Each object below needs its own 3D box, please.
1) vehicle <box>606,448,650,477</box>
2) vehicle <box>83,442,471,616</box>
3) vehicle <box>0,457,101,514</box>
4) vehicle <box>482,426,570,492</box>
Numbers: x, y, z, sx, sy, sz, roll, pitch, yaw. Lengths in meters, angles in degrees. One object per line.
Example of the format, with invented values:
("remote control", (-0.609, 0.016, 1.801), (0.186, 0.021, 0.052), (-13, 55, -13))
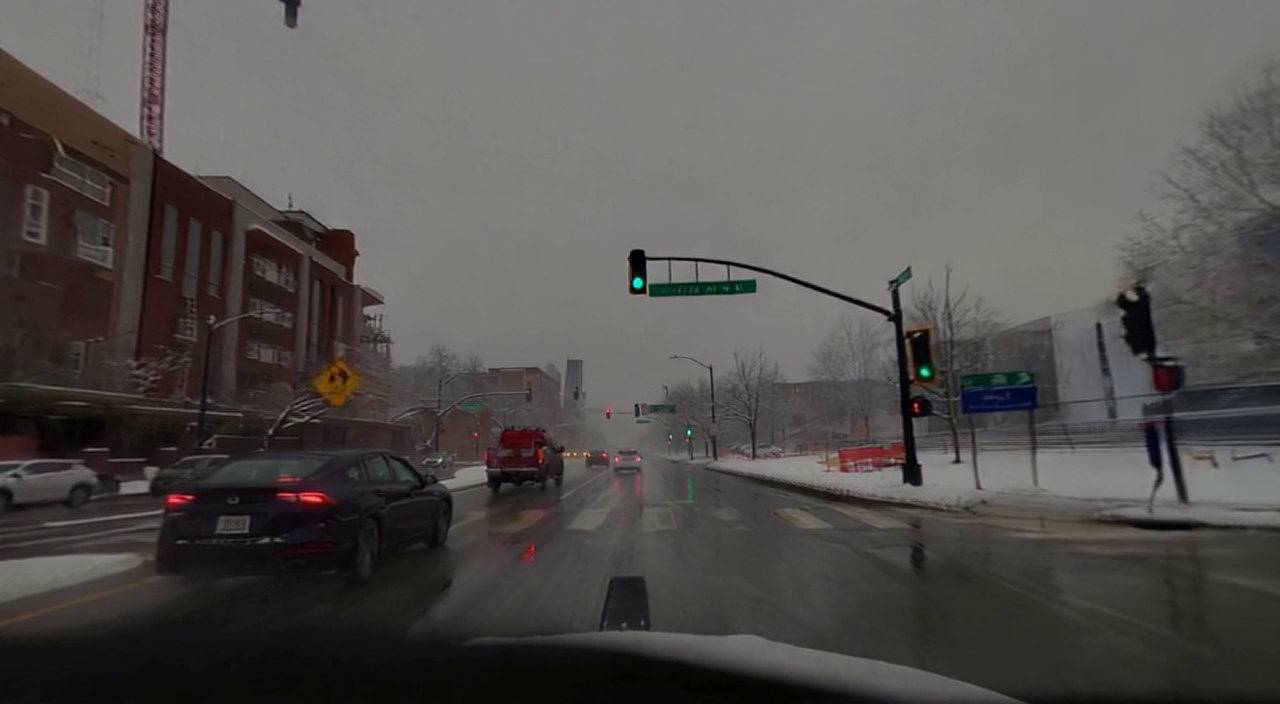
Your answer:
("vehicle", (-0.637, 5.848, 33.724), (2.171, 1.422, 4.146), (0, -9, -1))
("vehicle", (-3.615, 1.808, 7.527), (1.959, 1.406, 4.527), (0, -8, 0))
("vehicle", (-19.326, 4.087, 19.367), (1.867, 1.543, 4.064), (-2, -9, 0))
("vehicle", (-3.881, 3.755, 22.360), (2.240, 2.054, 4.662), (0, -9, 0))
